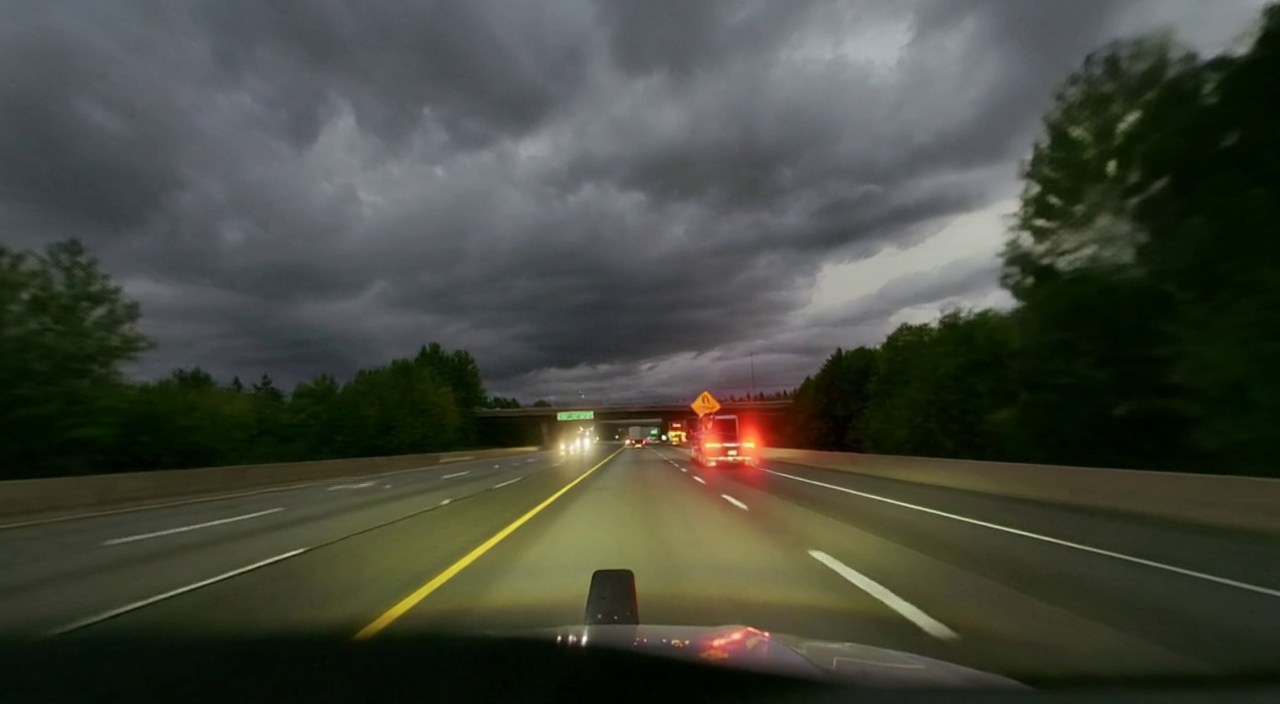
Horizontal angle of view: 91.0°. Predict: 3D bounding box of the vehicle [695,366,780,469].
[{"bbox_3d":[4.300,3.103,29.031,2.875,4.206,4.999,-2,-8,-1],"label":"vehicle"}]
